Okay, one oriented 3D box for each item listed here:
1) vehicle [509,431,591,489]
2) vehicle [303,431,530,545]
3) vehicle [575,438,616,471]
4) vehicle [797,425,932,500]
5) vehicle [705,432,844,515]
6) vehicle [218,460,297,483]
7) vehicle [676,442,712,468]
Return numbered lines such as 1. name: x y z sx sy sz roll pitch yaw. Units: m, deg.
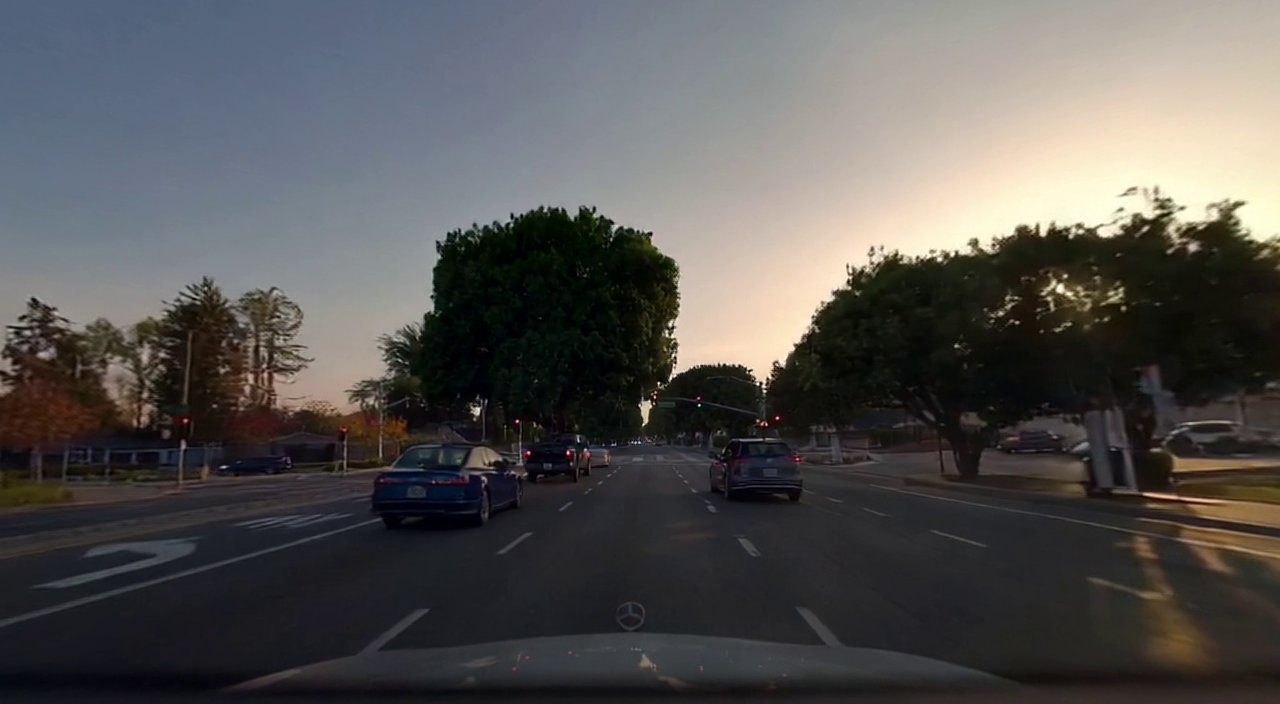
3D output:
1. vehicle: -3.075 3.811 22.599 2.187 1.825 4.621 0 -9 1
2. vehicle: -3.402 2.172 10.788 2.087 1.494 4.626 -1 -9 1
3. vehicle: -2.676 6.283 38.863 2.140 1.868 4.675 0 -9 1
4. vehicle: 5.875 2.954 17.186 1.979 1.738 4.418 0 -9 -1
5. vehicle: 2.708 2.566 13.787 2.004 1.512 4.206 0 -9 -1
6. vehicle: -30.153 9.425 49.810 5.026 1.630 1.832 3 -9 -23
7. vehicle: 3.494 6.781 41.603 2.030 1.628 4.080 0 -9 0
